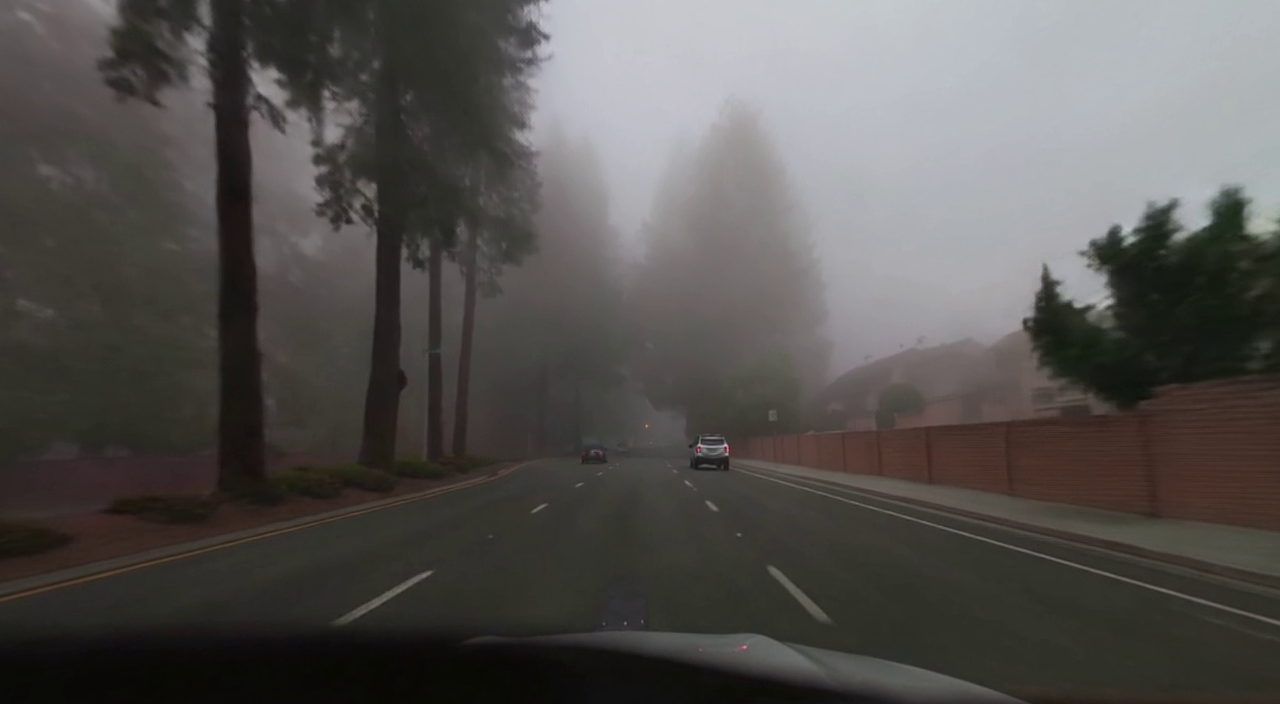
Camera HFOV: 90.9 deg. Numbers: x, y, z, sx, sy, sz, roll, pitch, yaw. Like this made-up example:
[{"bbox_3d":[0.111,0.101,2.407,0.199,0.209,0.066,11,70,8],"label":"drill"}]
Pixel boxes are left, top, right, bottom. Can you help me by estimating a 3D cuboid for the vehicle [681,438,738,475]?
[{"bbox_3d":[3.319,5.111,31.115,2.321,1.695,5.037,0,-8,1],"label":"vehicle"}]
